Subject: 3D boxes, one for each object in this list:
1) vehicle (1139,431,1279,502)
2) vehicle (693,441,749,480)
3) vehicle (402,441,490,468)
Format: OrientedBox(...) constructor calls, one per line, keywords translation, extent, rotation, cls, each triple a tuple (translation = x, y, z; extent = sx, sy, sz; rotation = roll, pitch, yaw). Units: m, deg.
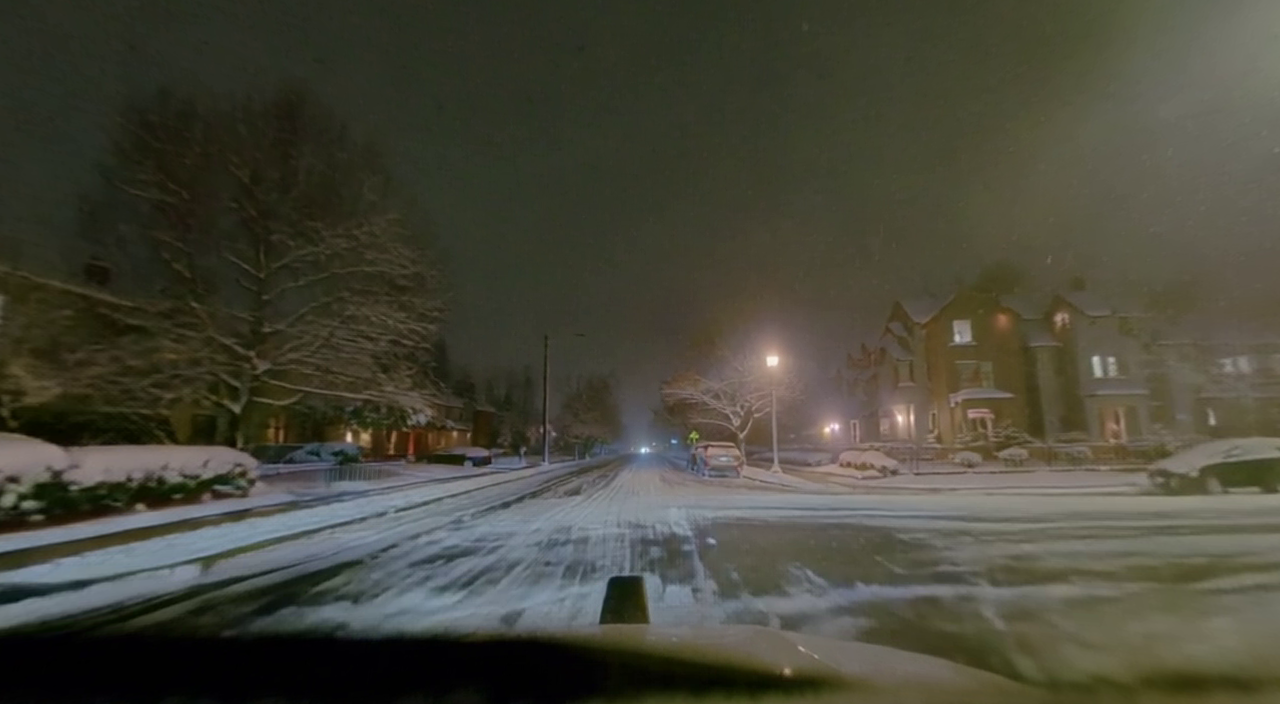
OrientedBox(translation=(17.419, 3.163, 17.723), extent=(4.681, 1.810, 2.249), rotation=(-2, -8, 5), cls="vehicle")
OrientedBox(translation=(3.899, 5.277, 31.072), extent=(2.046, 1.760, 4.570), rotation=(0, -8, -1), cls="vehicle")
OrientedBox(translation=(-12.410, 6.574, 40.448), extent=(4.906, 1.564, 1.988), rotation=(0, -8, 7), cls="vehicle")
